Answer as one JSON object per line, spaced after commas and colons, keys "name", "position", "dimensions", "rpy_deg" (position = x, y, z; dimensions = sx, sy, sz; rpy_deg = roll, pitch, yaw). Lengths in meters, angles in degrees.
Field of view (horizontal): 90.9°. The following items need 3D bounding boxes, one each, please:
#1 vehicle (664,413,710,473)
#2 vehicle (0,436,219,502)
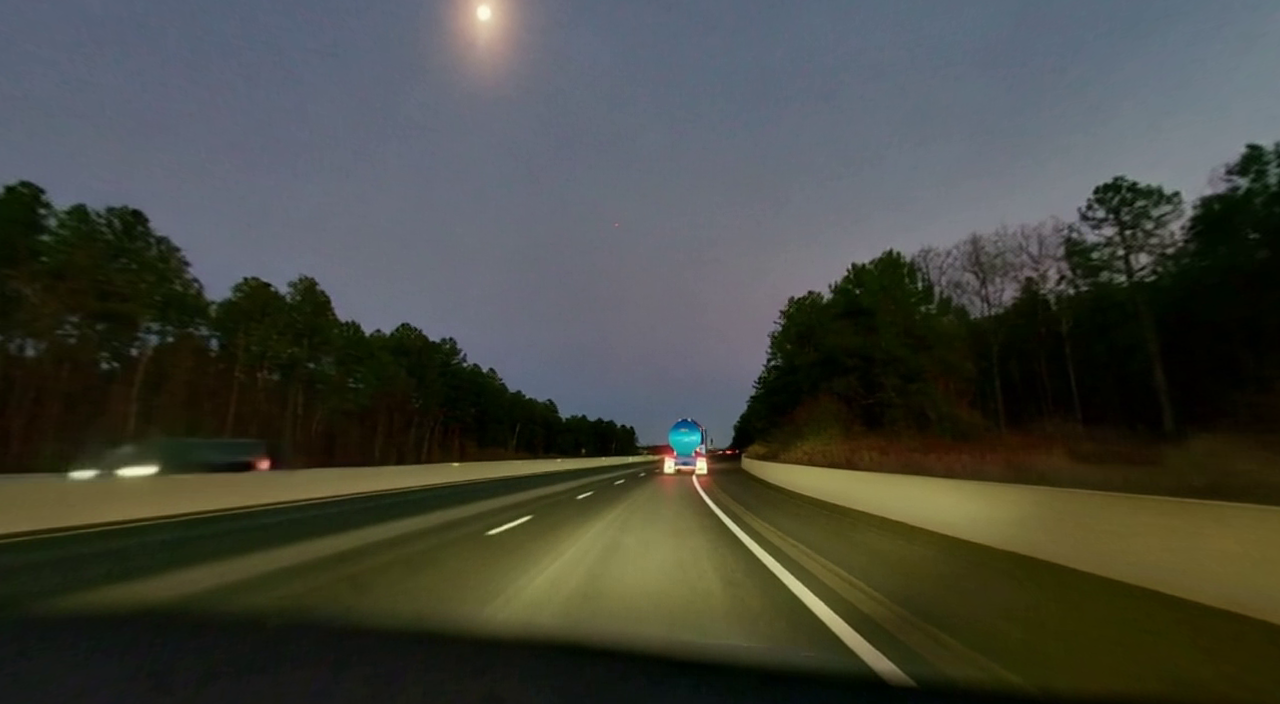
{"name": "vehicle", "position": [3.632, 6.782, 46.851], "dimensions": [2.907, 3.747, 13.318], "rpy_deg": [0, -9, 6]}
{"name": "vehicle", "position": [-13.987, 3.043, 16.861], "dimensions": [2.035, 1.503, 4.579], "rpy_deg": [-1, -8, 5]}
